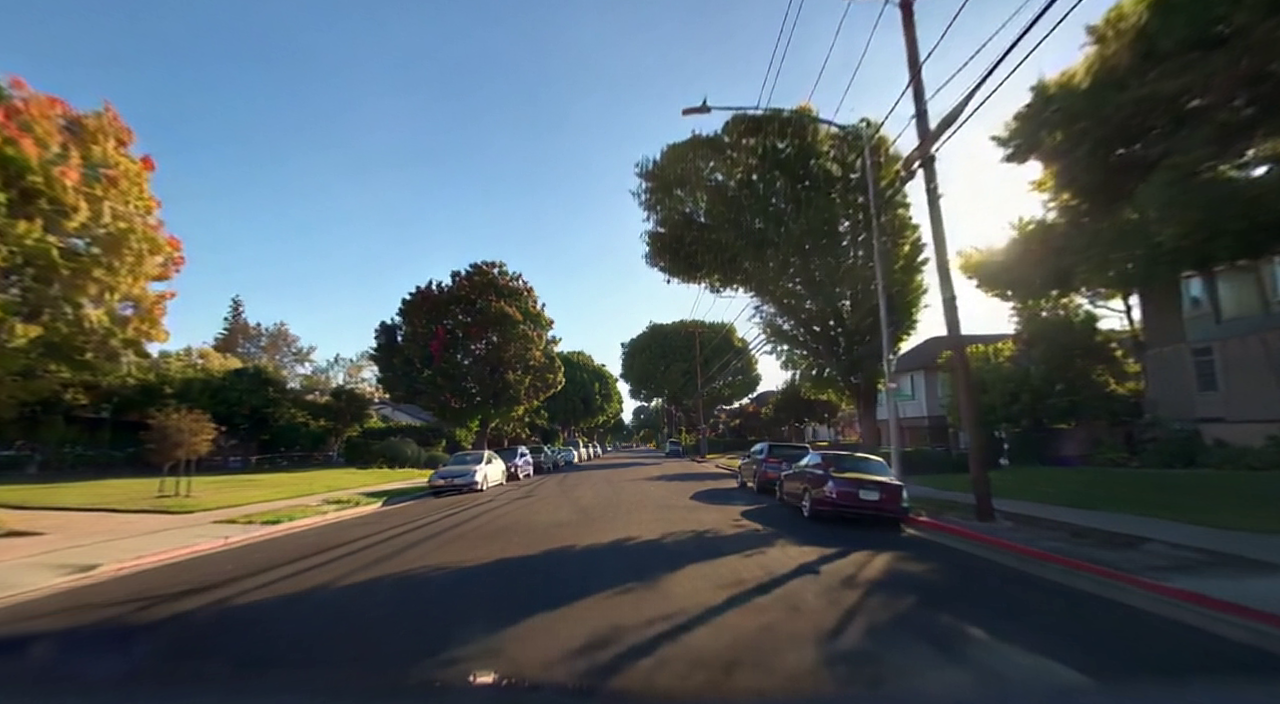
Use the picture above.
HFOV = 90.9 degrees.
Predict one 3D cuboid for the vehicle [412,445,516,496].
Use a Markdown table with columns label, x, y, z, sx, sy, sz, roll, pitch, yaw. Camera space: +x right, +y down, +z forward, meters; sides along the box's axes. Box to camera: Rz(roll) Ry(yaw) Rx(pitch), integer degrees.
| label | x | y | z | sx | sy | sz | roll | pitch | yaw |
| --- | --- | --- | --- | --- | --- | --- | --- | --- | --- |
| vehicle | -5.977 | 4.067 | 22.152 | 2.231 | 1.492 | 4.727 | 0 | -8 | 1 |

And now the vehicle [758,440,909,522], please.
| label | x | y | z | sx | sy | sz | roll | pitch | yaw |
| --- | --- | --- | --- | --- | --- | --- | --- | --- | --- |
| vehicle | 3.853 | 2.621 | 13.369 | 1.851 | 1.438 | 4.177 | 0 | -9 | 0 |
